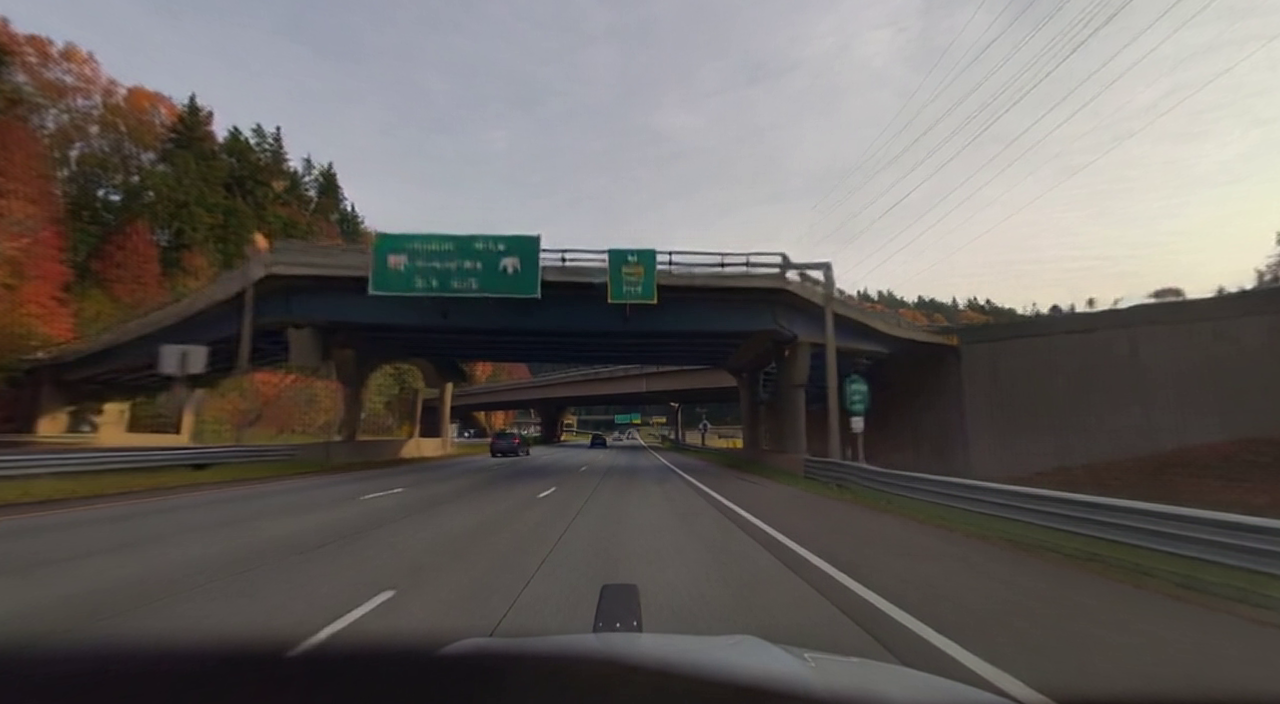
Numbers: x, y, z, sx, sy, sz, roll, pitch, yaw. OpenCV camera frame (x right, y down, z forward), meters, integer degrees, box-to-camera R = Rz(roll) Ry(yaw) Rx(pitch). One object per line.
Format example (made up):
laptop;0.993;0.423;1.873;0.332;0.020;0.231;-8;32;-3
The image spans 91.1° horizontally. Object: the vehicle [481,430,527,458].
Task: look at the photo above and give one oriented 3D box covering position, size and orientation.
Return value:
vehicle;-8.584;5.812;40.066;1.987;1.677;4.580;0;-8;0
